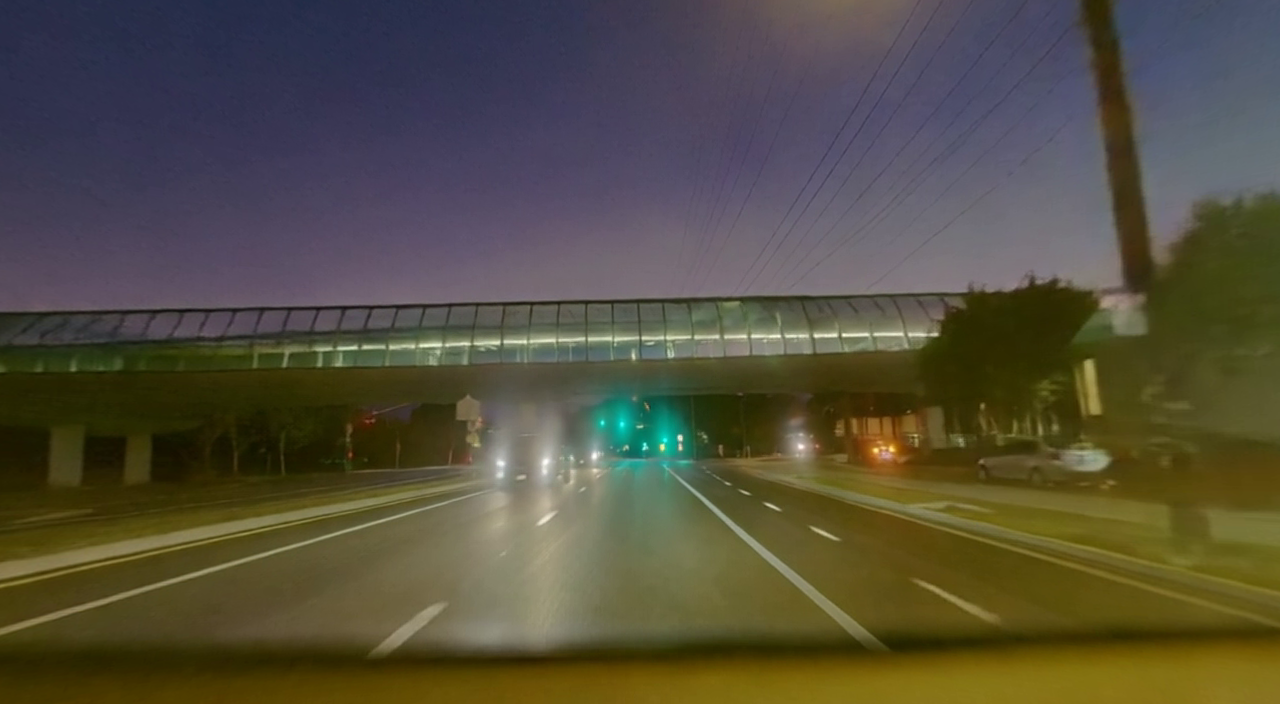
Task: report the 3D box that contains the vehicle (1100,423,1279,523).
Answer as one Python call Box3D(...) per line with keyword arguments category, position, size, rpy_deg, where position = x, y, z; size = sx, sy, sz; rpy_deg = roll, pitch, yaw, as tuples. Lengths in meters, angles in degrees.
Box3D(category="vehicle", position=(11.639, 2.225, 12.100), size=(2.051, 1.534, 4.466), rpy_deg=(-6, -9, 0))

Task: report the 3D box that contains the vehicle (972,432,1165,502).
Box3D(category="vehicle", position=(11.653, 3.112, 17.585), size=(2.189, 1.510, 4.458), rpy_deg=(-5, -8, 0))

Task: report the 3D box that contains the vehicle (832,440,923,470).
Box3D(category="vehicle", position=(14.398, 6.233, 38.344), size=(2.078, 1.523, 4.760), rpy_deg=(2, -7, -34))

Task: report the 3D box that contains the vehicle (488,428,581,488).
Box3D(category="vehicle", position=(-3.865, 4.045, 24.314), size=(2.468, 1.993, 5.840), rpy_deg=(-1, -9, 1))
